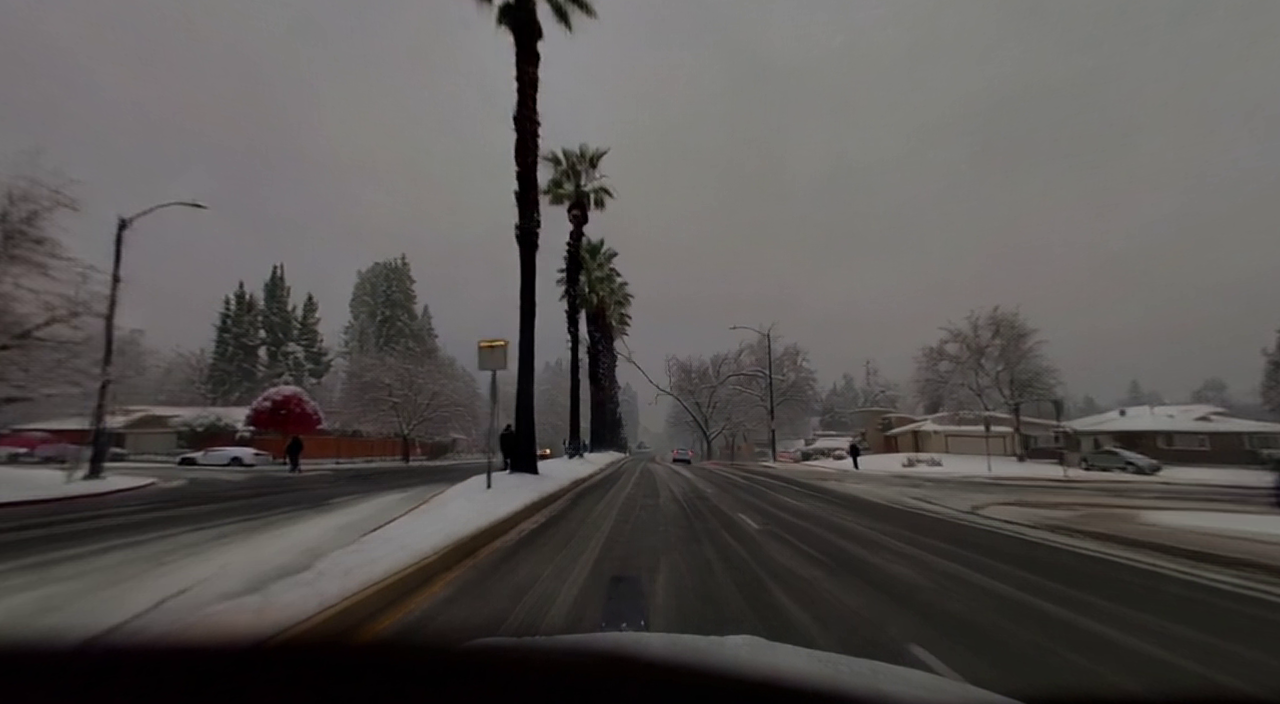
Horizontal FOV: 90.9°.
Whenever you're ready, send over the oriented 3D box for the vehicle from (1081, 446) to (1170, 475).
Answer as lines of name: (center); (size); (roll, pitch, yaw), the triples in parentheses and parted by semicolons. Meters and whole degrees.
vehicle: (28.148, 6.271, 36.754); (1.900, 1.503, 4.553); (-1, -8, 6)
